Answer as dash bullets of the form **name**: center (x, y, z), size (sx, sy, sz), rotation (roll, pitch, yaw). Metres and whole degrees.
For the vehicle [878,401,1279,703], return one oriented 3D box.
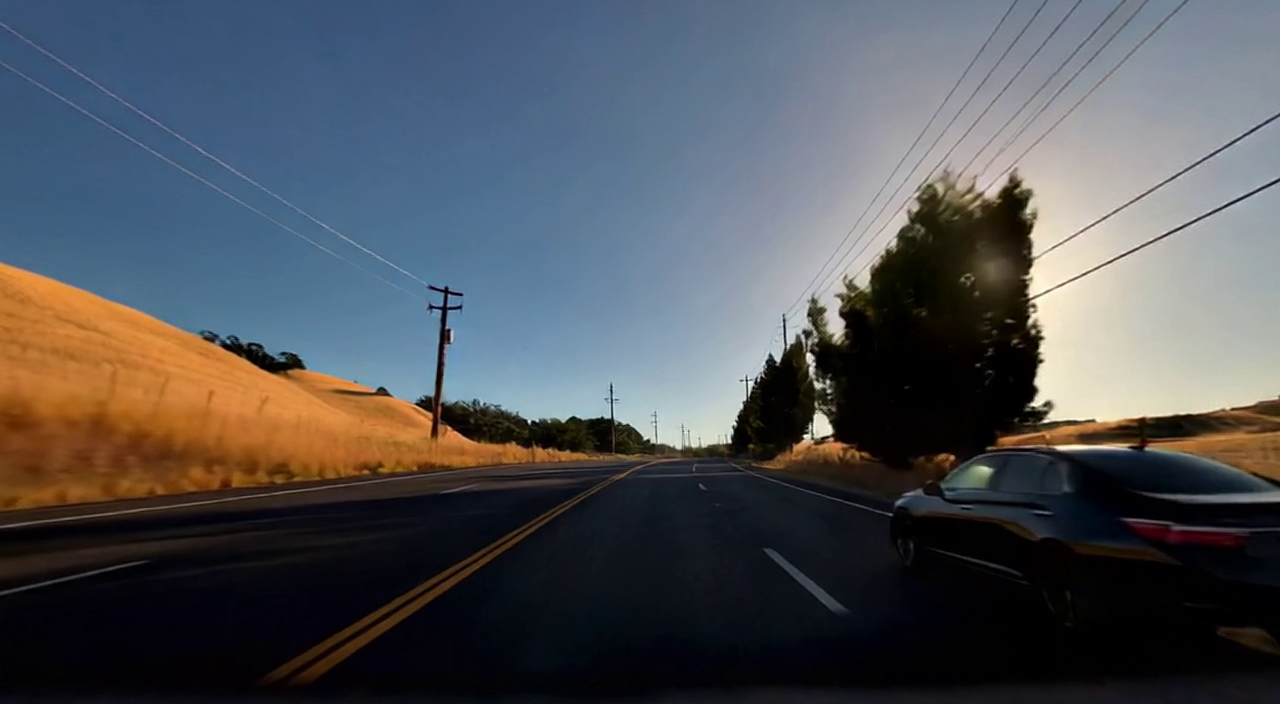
- **vehicle**: center (3.903, 1.419, 5.347), size (2.135, 1.692, 4.185), rotation (0, -9, 0)
